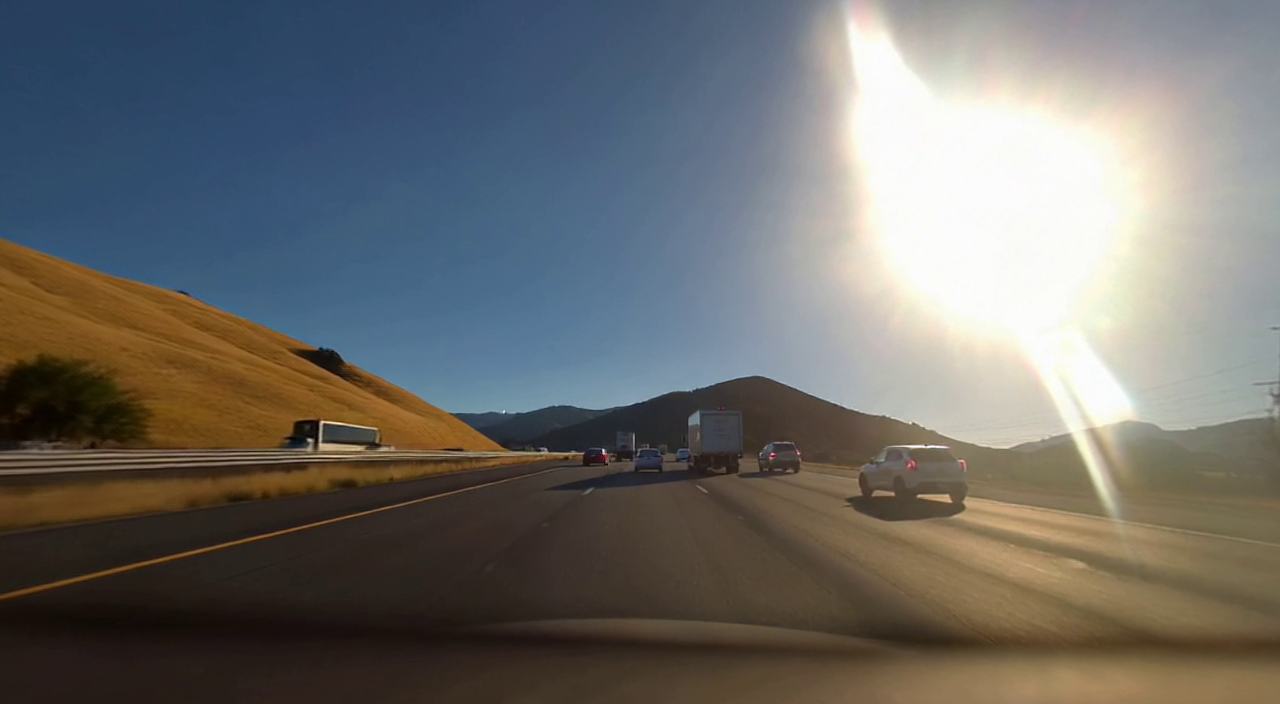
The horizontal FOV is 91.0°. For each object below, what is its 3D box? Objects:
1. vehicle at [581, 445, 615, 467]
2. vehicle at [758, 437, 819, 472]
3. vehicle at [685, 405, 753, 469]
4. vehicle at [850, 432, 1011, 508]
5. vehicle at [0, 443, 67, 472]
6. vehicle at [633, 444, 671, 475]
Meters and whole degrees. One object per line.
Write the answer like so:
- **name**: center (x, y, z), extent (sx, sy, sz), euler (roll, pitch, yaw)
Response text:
- **vehicle**: center (-3.056, 7.666, 46.667), extent (2.132, 1.506, 4.256), euler (0, -9, 1)
- **vehicle**: center (8.022, 5.586, 34.474), extent (2.143, 1.775, 4.729), euler (0, -9, 0)
- **vehicle**: center (4.878, 5.629, 41.289), extent (3.130, 3.607, 11.129), euler (0, -9, 1)
- **vehicle**: center (7.200, 2.959, 16.247), extent (2.044, 1.676, 4.421), euler (0, -9, 0)
- **vehicle**: center (-34.635, 5.812, 34.739), extent (1.799, 1.525, 4.373), euler (0, -9, 2)
- **vehicle**: center (0.635, 5.632, 33.198), extent (1.866, 1.492, 3.932), euler (0, -9, 1)
